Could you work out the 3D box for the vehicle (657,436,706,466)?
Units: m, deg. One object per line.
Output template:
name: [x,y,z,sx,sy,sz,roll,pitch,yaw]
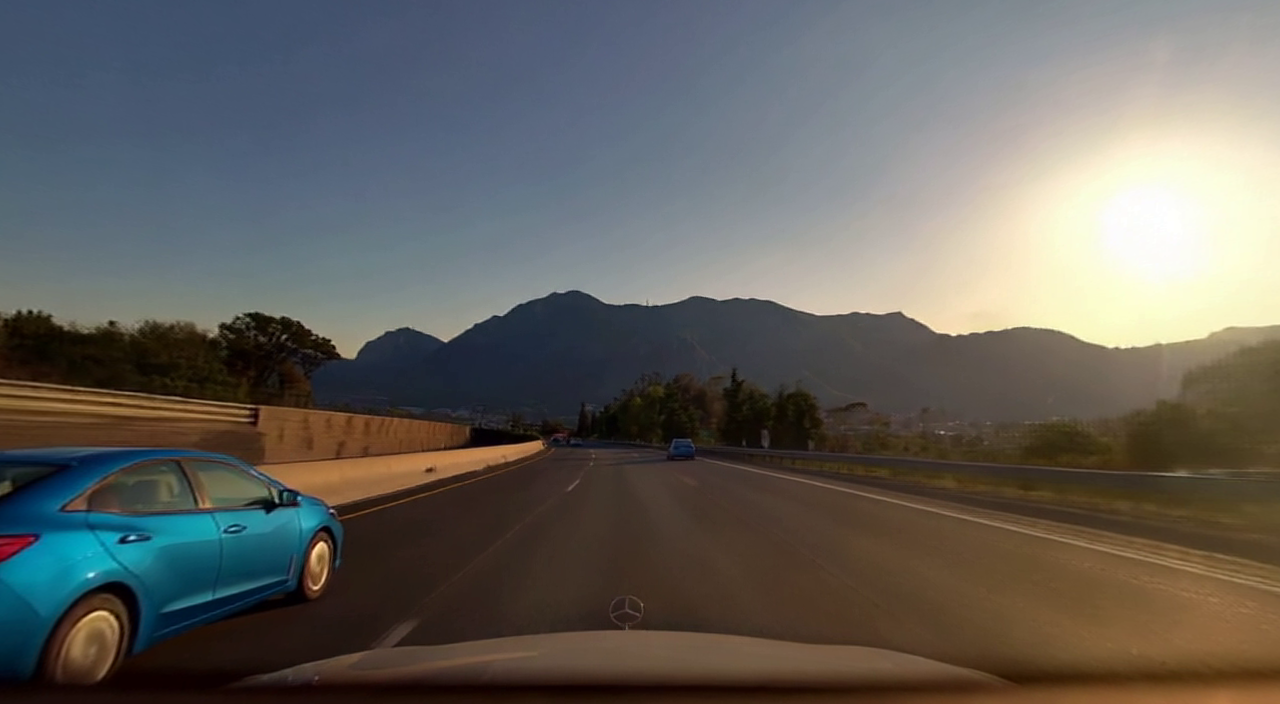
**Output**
vehicle: [2.089,5.172,32.952,1.985,1.440,4.466,0,-8,-3]
